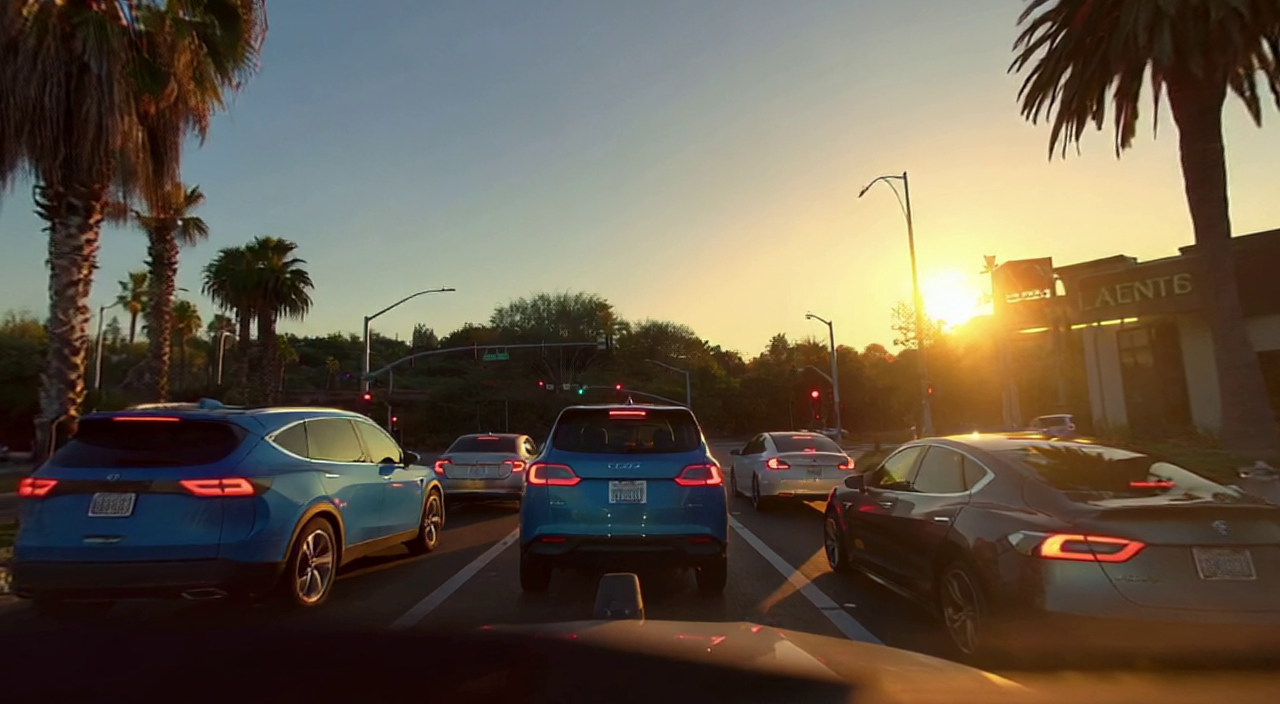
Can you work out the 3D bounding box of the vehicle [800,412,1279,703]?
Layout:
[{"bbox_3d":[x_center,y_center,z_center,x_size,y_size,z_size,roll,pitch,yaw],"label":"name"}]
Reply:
[{"bbox_3d":[2.975,1.370,5.253,2.017,1.491,4.611,0,-8,-1],"label":"vehicle"}]

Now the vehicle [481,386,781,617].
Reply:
[{"bbox_3d":[-0.126,1.460,7.079,2.280,1.747,4.361,0,-8,-2],"label":"vehicle"}]

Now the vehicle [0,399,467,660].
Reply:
[{"bbox_3d":[-3.347,1.384,6.048,2.014,1.534,4.455,0,-8,1],"label":"vehicle"}]
